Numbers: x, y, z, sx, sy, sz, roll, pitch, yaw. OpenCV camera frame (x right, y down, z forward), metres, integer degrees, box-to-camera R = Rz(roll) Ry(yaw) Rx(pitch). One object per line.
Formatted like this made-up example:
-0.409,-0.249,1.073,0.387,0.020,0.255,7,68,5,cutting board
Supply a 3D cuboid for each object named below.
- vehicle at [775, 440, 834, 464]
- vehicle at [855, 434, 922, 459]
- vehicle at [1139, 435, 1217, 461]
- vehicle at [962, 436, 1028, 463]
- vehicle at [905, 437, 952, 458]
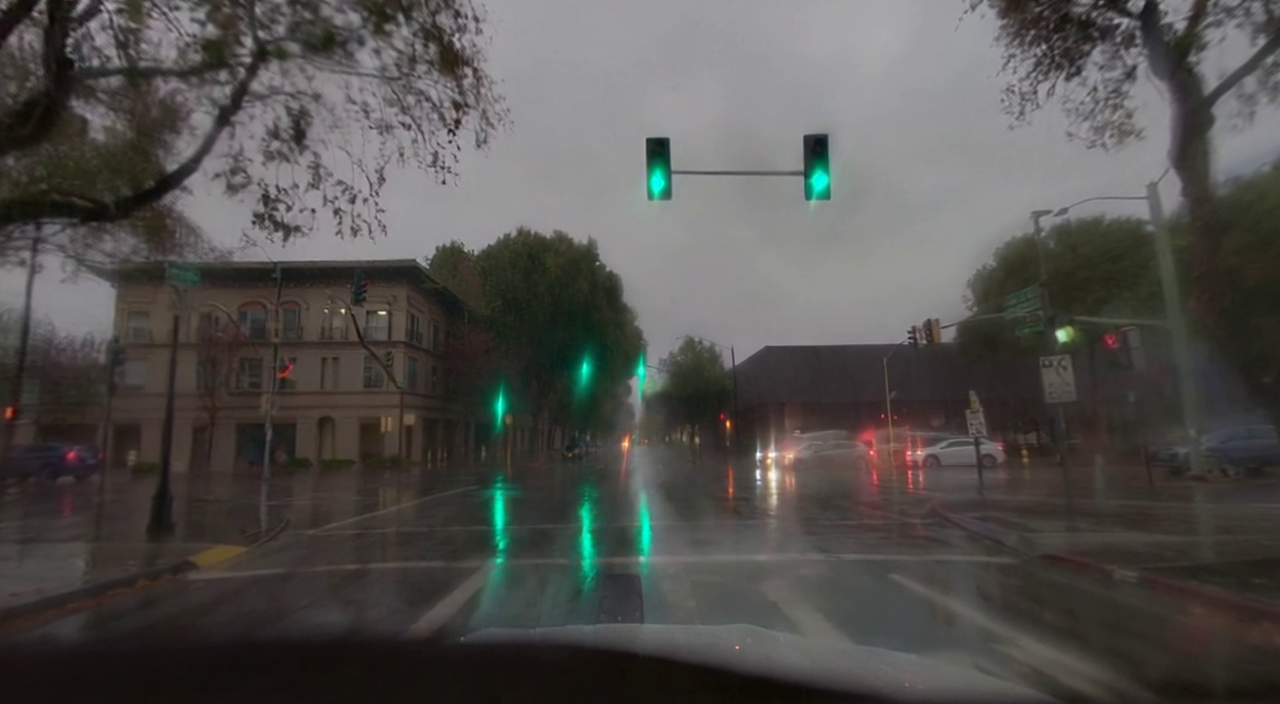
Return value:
11.112,6.695,42.204,1.955,1.508,4.295,-8,-12,42,vehicle
16.926,6.430,42.625,4.522,1.546,1.941,6,-11,-35,vehicle
31.476,5.589,36.776,1.612,1.402,3.320,-1,-8,0,vehicle
20.951,5.753,37.109,1.851,1.388,3.475,0,-5,0,vehicle
21.816,7.226,47.464,1.923,1.463,3.758,-1,-9,3,vehicle
